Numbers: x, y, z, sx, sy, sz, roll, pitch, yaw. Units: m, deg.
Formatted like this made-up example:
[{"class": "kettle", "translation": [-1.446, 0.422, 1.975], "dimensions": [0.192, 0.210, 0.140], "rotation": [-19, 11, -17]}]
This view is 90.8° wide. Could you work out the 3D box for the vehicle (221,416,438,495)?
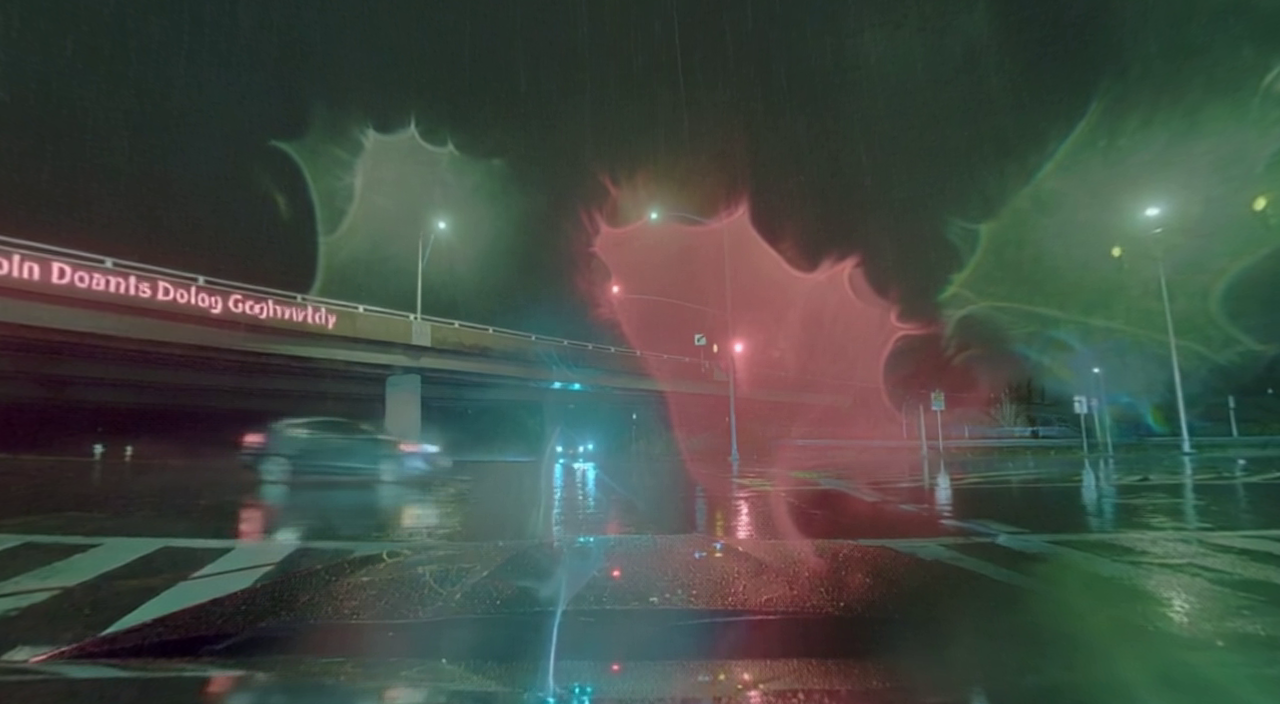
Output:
[{"class": "vehicle", "translation": [-6.803, 2.311, 14.246], "dimensions": [3.897, 1.637, 1.832], "rotation": [0, -8, -4]}]
